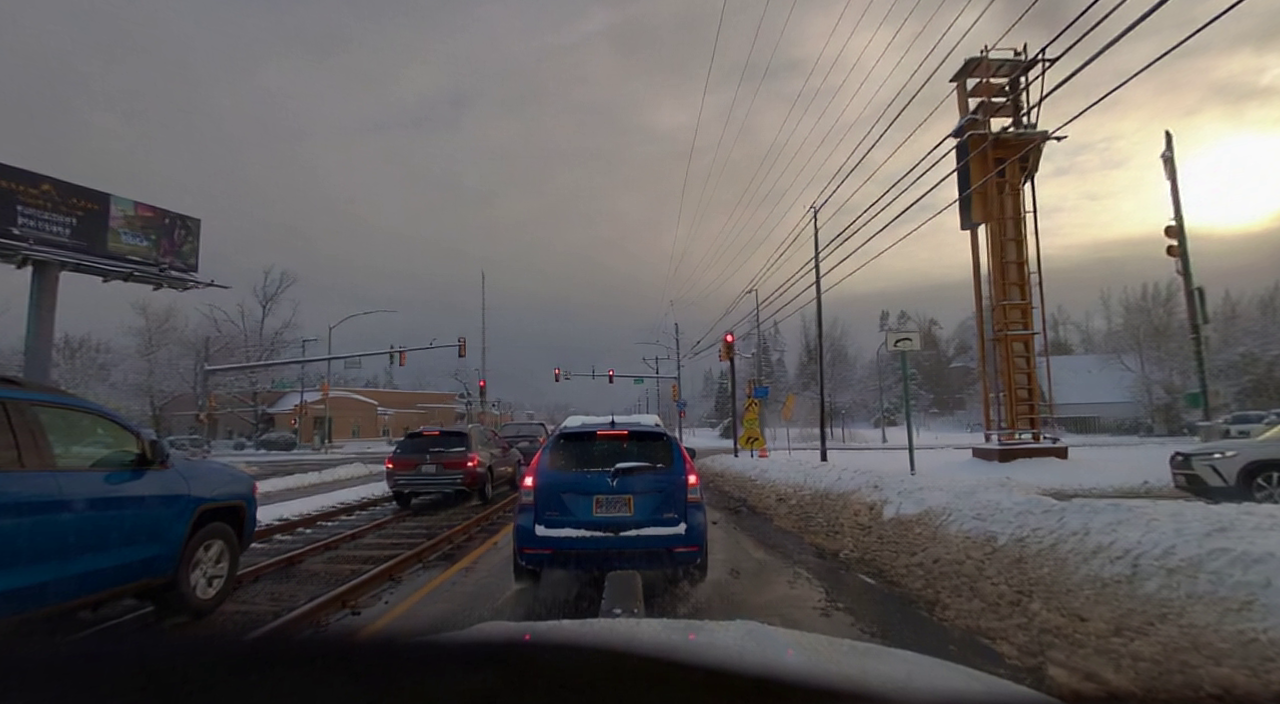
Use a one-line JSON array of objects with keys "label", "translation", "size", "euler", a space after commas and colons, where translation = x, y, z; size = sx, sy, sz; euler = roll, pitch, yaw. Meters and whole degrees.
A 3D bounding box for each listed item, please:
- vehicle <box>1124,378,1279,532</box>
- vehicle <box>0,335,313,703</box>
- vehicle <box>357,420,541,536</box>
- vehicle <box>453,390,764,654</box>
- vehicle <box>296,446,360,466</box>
[{"label": "vehicle", "translation": [9.591, 1.313, 8.176], "size": [5.060, 1.702, 2.033], "euler": [1, -9, -4]}, {"label": "vehicle", "translation": [-3.926, 0.859, 2.965], "size": [2.052, 1.814, 5.184], "euler": [0, -9, -1]}, {"label": "vehicle", "translation": [-3.154, 2.181, 11.491], "size": [1.988, 1.678, 4.317], "euler": [0, -9, 0]}, {"label": "vehicle", "translation": [-0.215, 1.386, 6.043], "size": [2.025, 1.723, 3.644], "euler": [0, -9, 0]}, {"label": "vehicle", "translation": [-24.221, 8.062, 49.064], "size": [4.357, 1.444, 1.842], "euler": [-3, -9, 19]}]
